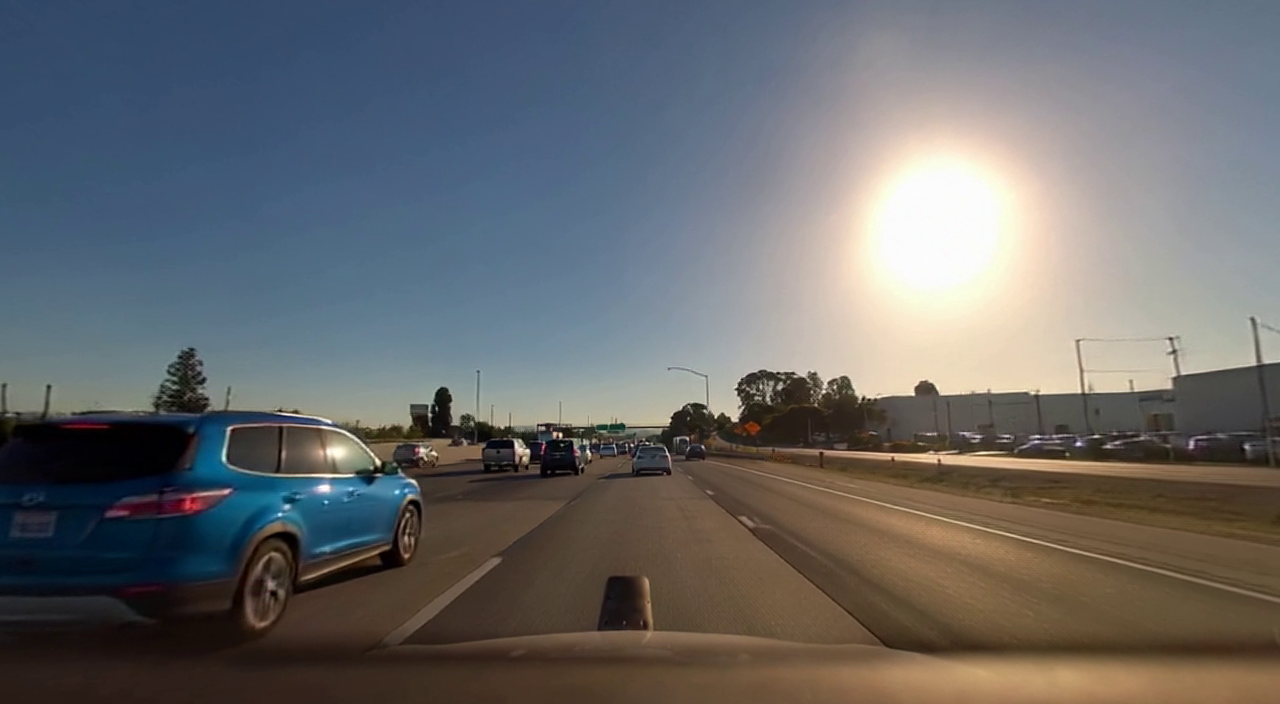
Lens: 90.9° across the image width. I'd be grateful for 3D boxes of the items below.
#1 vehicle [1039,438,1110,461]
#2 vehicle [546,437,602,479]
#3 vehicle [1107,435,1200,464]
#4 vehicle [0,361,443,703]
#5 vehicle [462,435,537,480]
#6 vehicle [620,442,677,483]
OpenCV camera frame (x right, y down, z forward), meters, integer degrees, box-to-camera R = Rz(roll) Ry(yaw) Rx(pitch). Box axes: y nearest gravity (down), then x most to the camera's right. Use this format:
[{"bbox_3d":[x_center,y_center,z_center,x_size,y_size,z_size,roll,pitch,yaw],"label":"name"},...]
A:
[{"bbox_3d":[30.445,6.867,44.365,1.838,1.491,4.554,0,-9,1],"label":"vehicle"},{"bbox_3d":[-2.897,4.738,28.541,2.007,1.730,4.412,0,-9,1],"label":"vehicle"},{"bbox_3d":[30.379,5.779,37.502,1.843,1.626,4.378,0,-9,1],"label":"vehicle"},{"bbox_3d":[-3.263,1.207,4.922,1.961,1.687,4.453,0,-9,1],"label":"vehicle"},{"bbox_3d":[-6.149,4.693,28.278,2.125,1.804,4.864,0,-9,1],"label":"vehicle"},{"bbox_3d":[0.333,4.326,25.075,2.090,1.474,3.970,0,-9,0],"label":"vehicle"}]
